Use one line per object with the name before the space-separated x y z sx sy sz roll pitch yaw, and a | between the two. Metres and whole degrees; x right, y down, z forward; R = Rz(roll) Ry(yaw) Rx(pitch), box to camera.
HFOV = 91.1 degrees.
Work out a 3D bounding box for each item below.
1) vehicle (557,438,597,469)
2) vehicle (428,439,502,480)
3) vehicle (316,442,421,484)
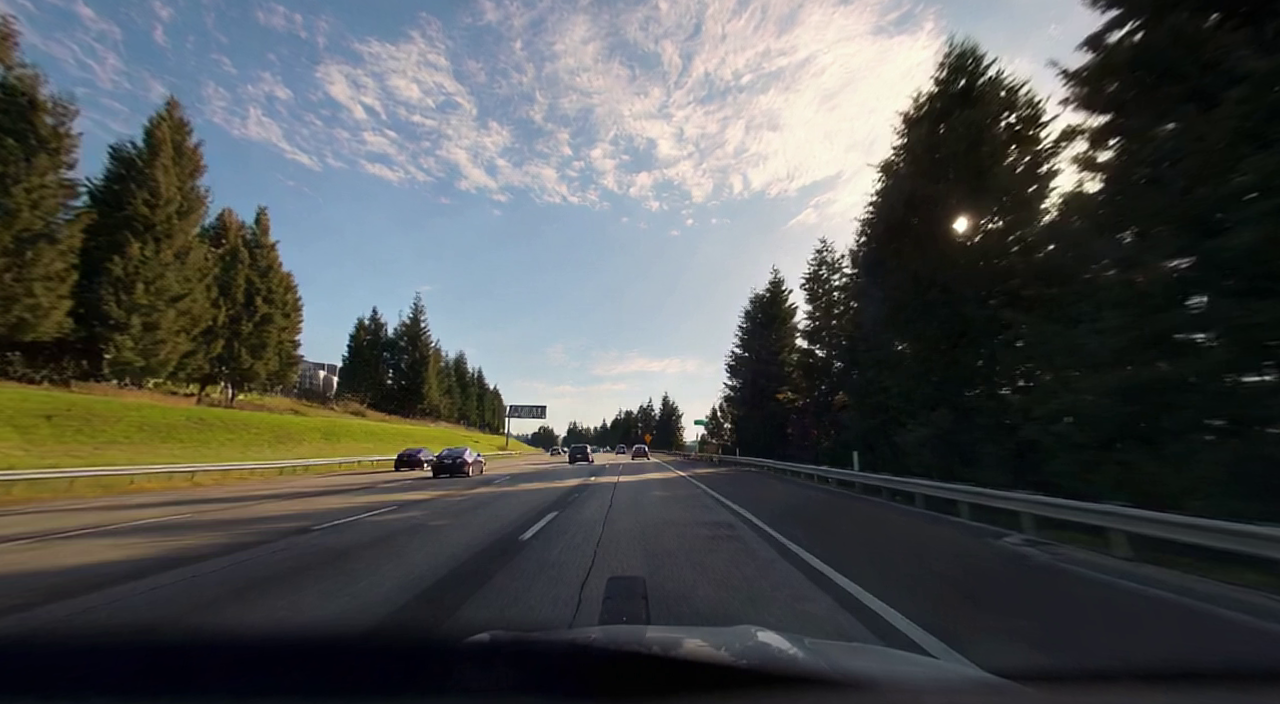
vehicle | -3.946 6.464 40.105 2.138 1.833 4.622 0 -8 -1
vehicle | -7.579 4.686 27.718 2.015 1.651 4.432 0 -8 0
vehicle | -11.092 4.537 26.149 2.100 1.537 5.092 0 -8 0
